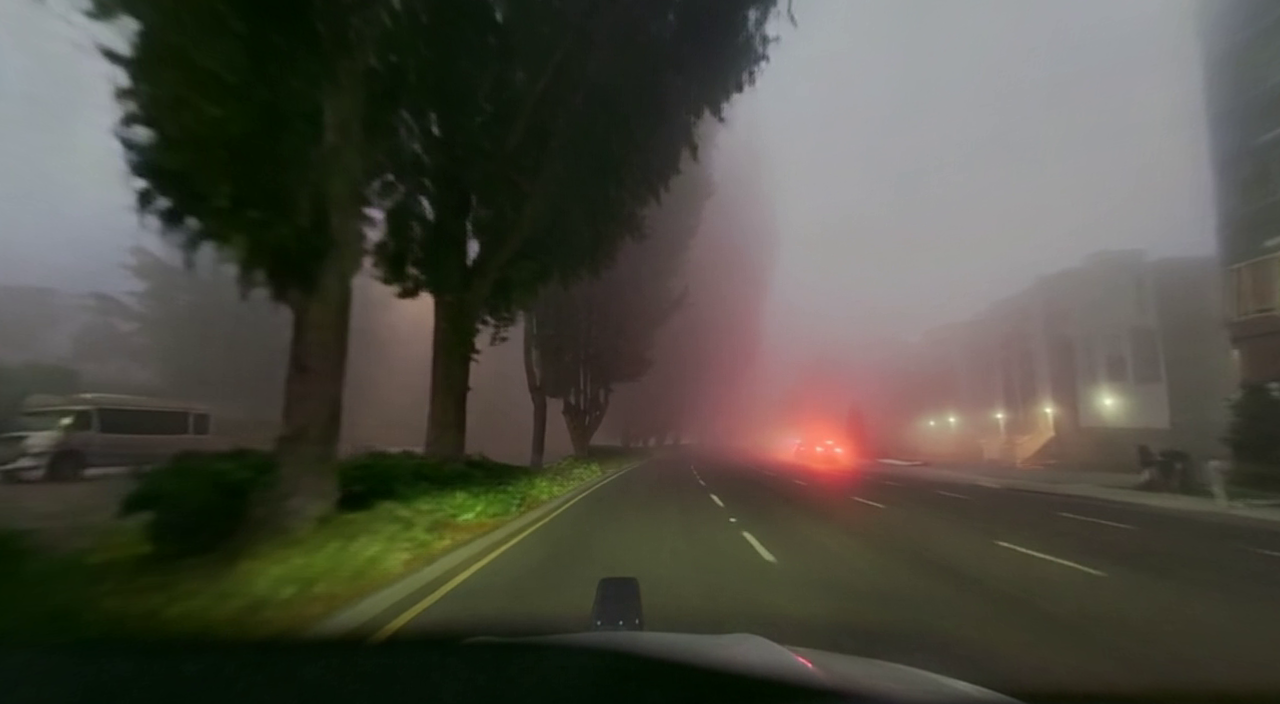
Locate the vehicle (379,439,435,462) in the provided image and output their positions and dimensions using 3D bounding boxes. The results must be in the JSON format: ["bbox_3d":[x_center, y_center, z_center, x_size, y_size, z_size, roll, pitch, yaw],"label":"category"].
[{"bbox_3d":[-16.572,7.065,45.181,1.823,1.455,4.680,-3,-9,6],"label":"vehicle"}]

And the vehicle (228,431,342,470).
[{"bbox_3d":[-17.813,5.012,32.165,2.226,1.733,5.775,-1,-9,4],"label":"vehicle"}]

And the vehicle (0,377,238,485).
[{"bbox_3d":[-18.293,2.931,22.535,2.781,3.224,7.055,-1,-9,4],"label":"vehicle"}]

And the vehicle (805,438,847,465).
[{"bbox_3d":[13.060,6.984,44.650,2.037,1.655,4.760,3,-7,7],"label":"vehicle"}]

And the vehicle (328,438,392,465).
[{"bbox_3d":[-17.285,6.145,39.173,1.802,1.487,4.359,-3,-9,3],"label":"vehicle"}]
